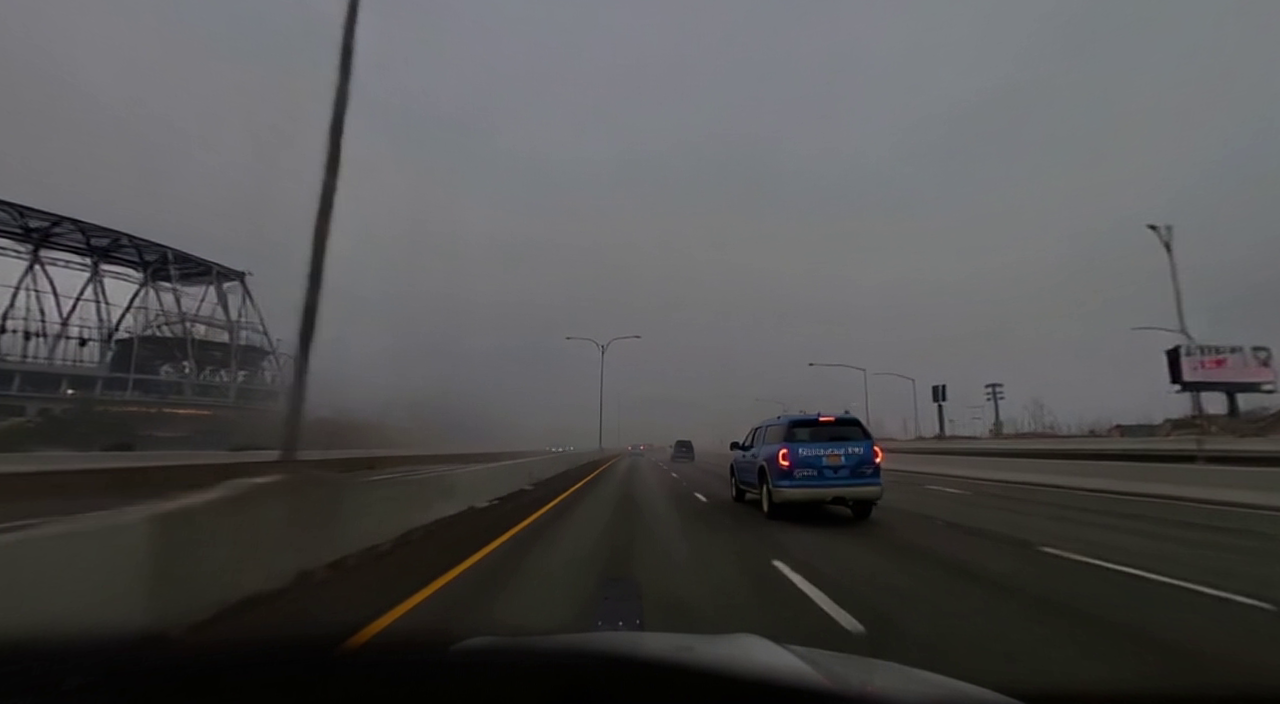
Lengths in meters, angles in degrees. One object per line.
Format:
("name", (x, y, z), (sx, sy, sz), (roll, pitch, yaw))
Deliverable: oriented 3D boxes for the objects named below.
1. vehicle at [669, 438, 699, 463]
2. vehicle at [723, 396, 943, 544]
("vehicle", (3.237, 7.339, 47.243), (1.973, 1.774, 4.092), (0, -9, 0))
("vehicle", (2.964, 1.981, 11.162), (2.199, 2.002, 4.970), (0, -9, -1))
